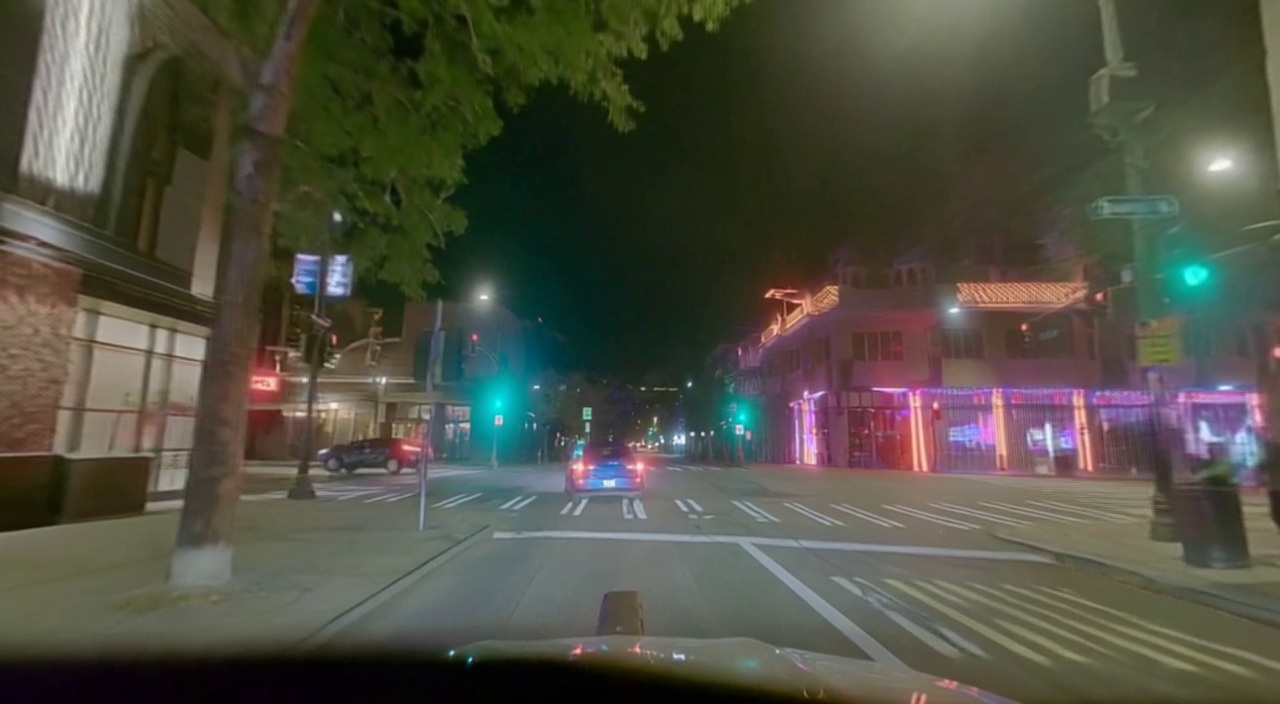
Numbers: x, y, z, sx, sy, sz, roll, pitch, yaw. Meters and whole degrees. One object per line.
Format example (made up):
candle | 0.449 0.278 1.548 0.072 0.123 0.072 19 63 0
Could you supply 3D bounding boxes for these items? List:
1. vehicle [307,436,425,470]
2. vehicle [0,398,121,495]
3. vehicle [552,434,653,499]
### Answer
vehicle | -12.480 4.594 28.879 4.627 1.468 1.871 -2 -9 11
vehicle | -17.933 2.520 16.853 5.858 2.396 2.319 0 -9 -3
vehicle | -1.157 3.024 17.054 2.106 1.482 4.459 2 -9 -11
